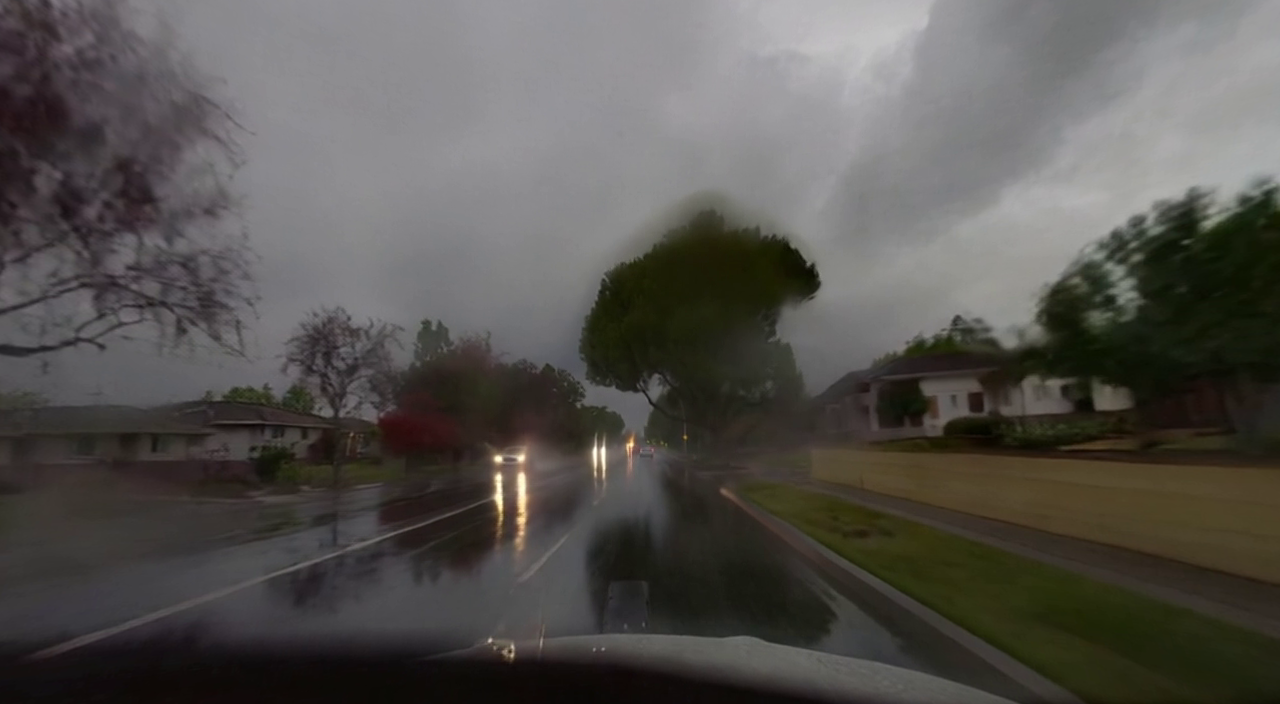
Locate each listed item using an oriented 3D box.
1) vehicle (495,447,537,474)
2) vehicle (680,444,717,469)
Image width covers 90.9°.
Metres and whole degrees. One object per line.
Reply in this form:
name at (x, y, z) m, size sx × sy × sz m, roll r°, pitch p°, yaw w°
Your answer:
vehicle at (-8.492, 7.474, 43.521) m, size 1.981 × 1.716 × 4.315 m, roll -1°, pitch -8°, yaw 1°
vehicle at (3.781, 6.867, 41.605) m, size 2.011 × 1.507 × 4.769 m, roll 0°, pitch -8°, yaw 0°
